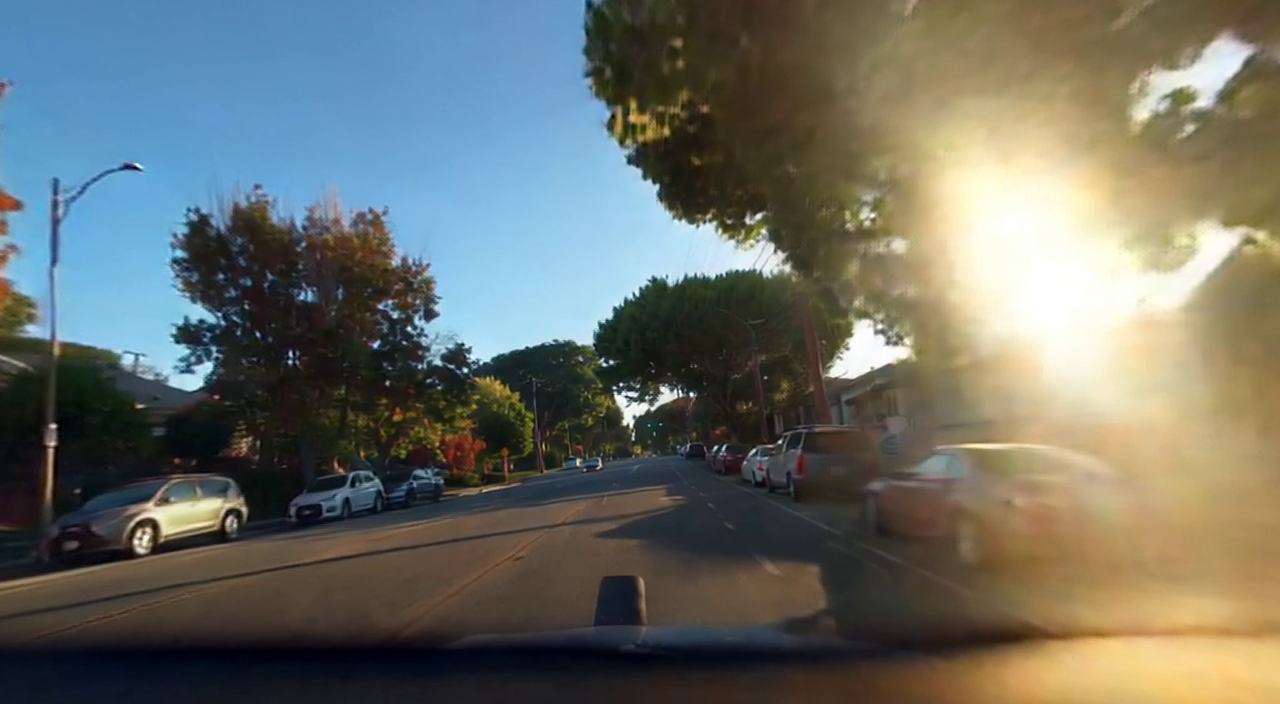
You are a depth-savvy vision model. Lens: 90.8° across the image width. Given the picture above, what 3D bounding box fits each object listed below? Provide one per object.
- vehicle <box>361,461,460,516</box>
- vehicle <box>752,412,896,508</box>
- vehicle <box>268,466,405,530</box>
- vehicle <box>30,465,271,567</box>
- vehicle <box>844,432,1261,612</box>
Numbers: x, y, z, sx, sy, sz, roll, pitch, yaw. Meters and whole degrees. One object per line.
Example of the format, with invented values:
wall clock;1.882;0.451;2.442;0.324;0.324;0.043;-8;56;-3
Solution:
vehicle;-10.291;6.130;28.955;2.282;2.060;5.738;0;-8;1
vehicle;4.672;2.879;17.212;2.330;2.160;5.550;0;-8;1
vehicle;-10.719;5.164;22.933;2.089;1.837;5.499;-1;-8;2
vehicle;-10.972;3.629;14.727;1.937;1.837;4.414;-1;-8;2
vehicle;4.332;1.845;7.974;1.927;1.483;5.100;-1;-9;2
